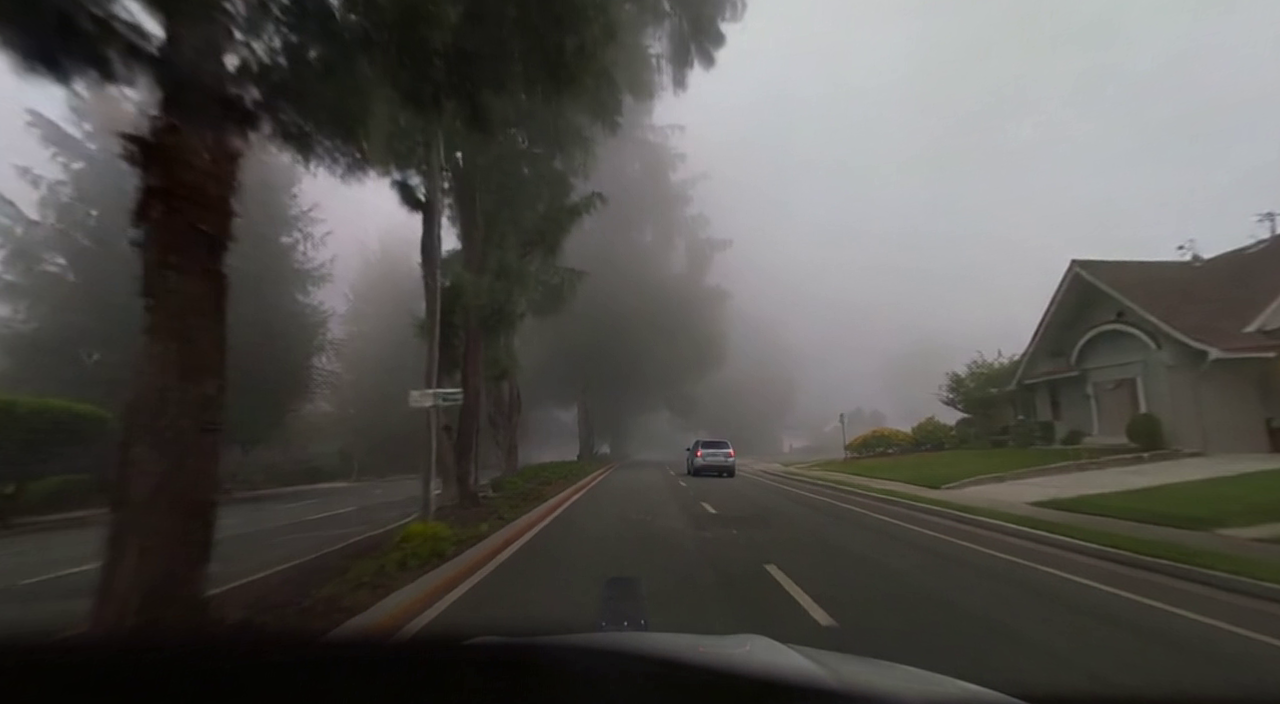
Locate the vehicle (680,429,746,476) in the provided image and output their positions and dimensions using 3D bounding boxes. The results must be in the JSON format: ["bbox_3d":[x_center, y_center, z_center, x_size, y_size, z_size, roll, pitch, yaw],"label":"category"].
[{"bbox_3d":[2.967,4.227,26.646,2.180,1.773,4.639,0,-8,0],"label":"vehicle"}]
